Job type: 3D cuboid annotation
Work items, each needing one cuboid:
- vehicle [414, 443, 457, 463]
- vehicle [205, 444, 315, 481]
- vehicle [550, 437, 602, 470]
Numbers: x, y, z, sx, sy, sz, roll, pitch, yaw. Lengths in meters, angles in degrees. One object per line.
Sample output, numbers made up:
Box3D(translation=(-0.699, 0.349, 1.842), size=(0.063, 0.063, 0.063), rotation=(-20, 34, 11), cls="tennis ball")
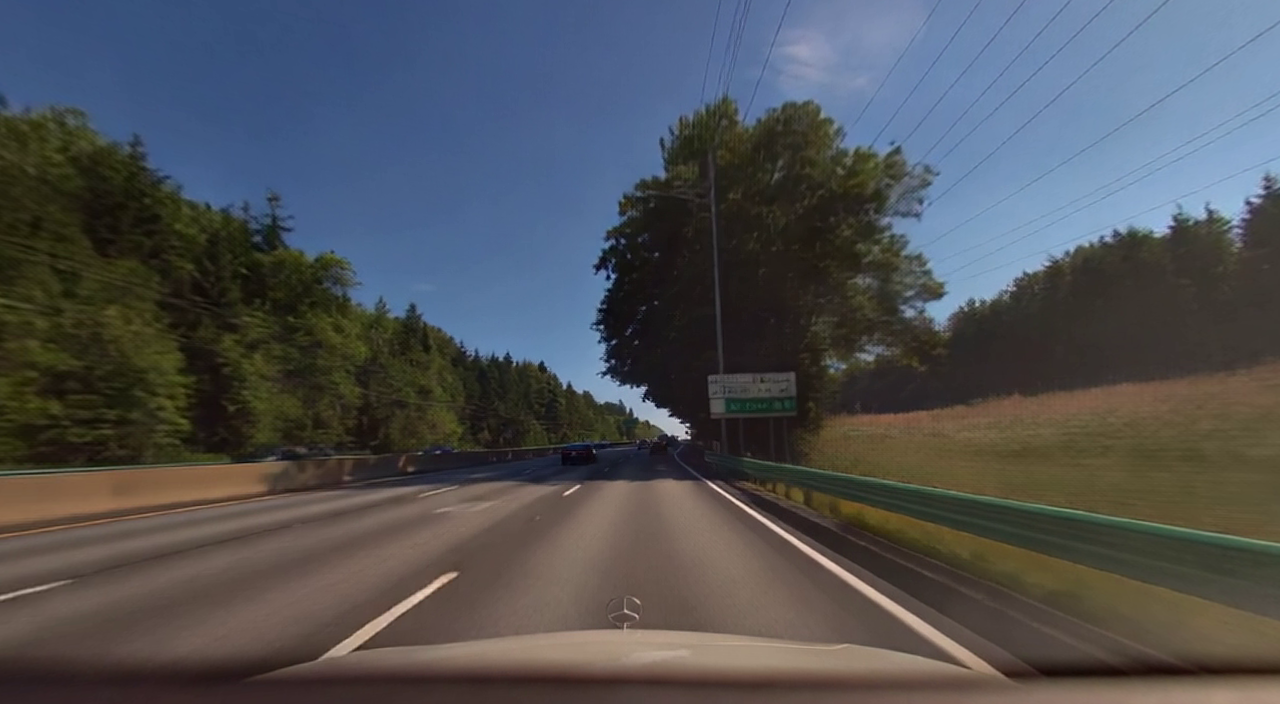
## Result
Box3D(translation=(-15.613, 7.698, 48.210), size=(1.986, 1.424, 3.739), rotation=(0, -8, 2), cls="vehicle")
Box3D(translation=(-16.258, 4.709, 27.267), size=(1.887, 1.449, 4.447), rotation=(0, -8, 2), cls="vehicle")
Box3D(translation=(-3.156, 5.099, 31.761), size=(2.021, 1.515, 4.453), rotation=(0, -8, 2), cls="vehicle")
